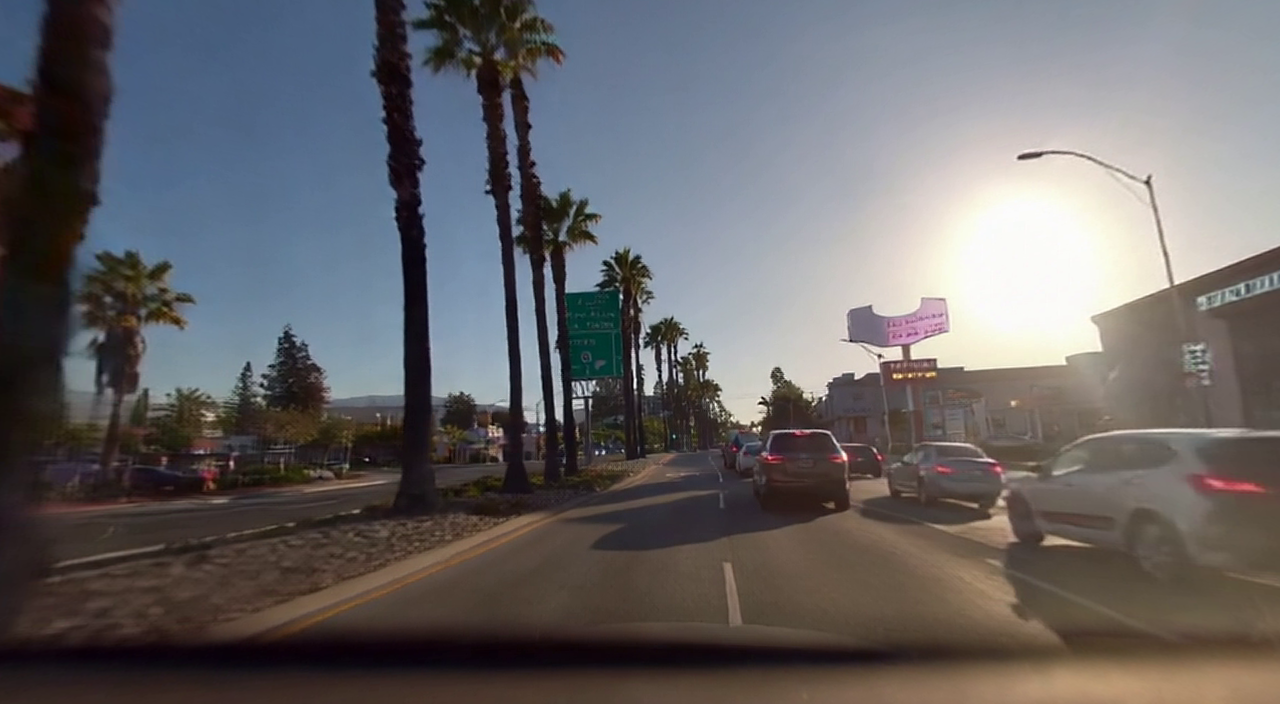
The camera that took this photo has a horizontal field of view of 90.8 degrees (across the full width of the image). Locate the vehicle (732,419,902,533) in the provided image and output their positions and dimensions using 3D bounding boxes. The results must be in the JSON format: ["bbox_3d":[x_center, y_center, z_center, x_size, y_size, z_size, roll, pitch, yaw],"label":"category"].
[{"bbox_3d":[3.215,2.389,12.753,2.428,1.816,4.959,-1,-9,6],"label":"vehicle"}]

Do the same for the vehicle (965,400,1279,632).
[{"bbox_3d":[5.756,1.596,7.084,2.187,1.777,4.444,-1,-9,6],"label":"vehicle"}]
